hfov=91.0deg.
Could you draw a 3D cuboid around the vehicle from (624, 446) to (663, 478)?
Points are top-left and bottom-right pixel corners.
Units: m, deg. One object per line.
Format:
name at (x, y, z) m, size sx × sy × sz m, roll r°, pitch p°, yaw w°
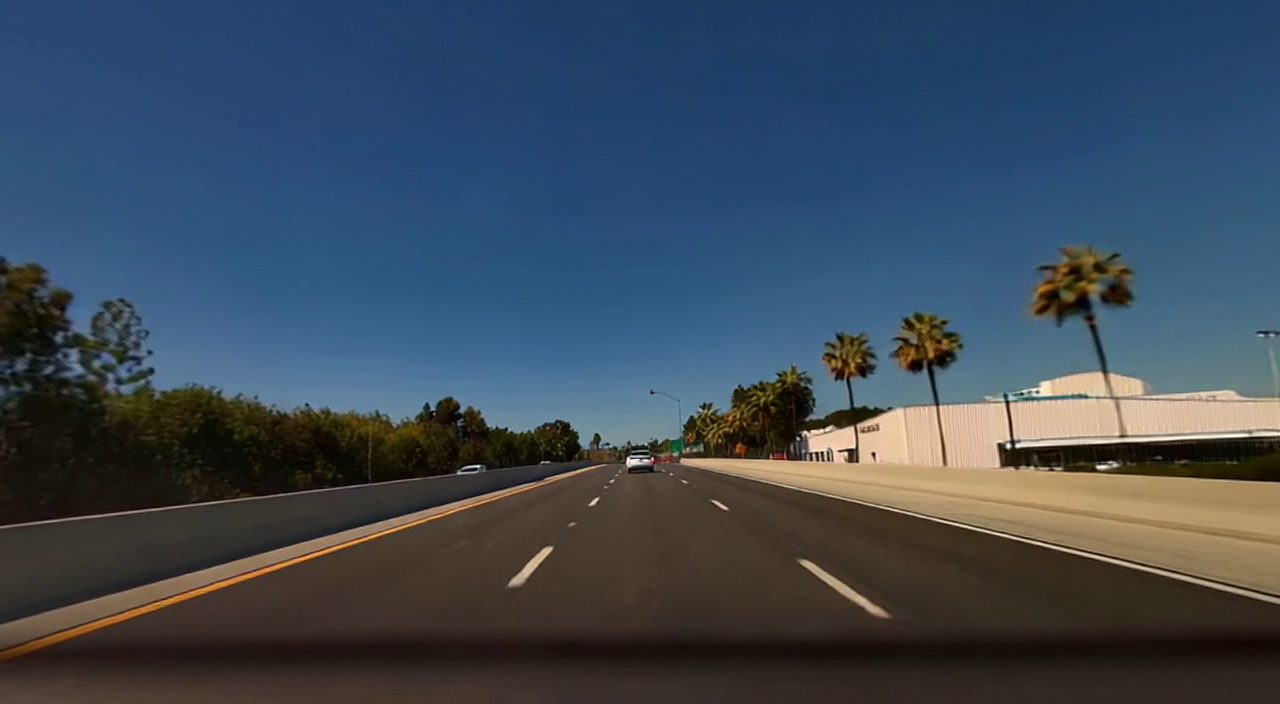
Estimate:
vehicle at (0.178, 6.288, 36.260) m, size 2.089 × 1.718 × 4.193 m, roll 0°, pitch -9°, yaw 0°
